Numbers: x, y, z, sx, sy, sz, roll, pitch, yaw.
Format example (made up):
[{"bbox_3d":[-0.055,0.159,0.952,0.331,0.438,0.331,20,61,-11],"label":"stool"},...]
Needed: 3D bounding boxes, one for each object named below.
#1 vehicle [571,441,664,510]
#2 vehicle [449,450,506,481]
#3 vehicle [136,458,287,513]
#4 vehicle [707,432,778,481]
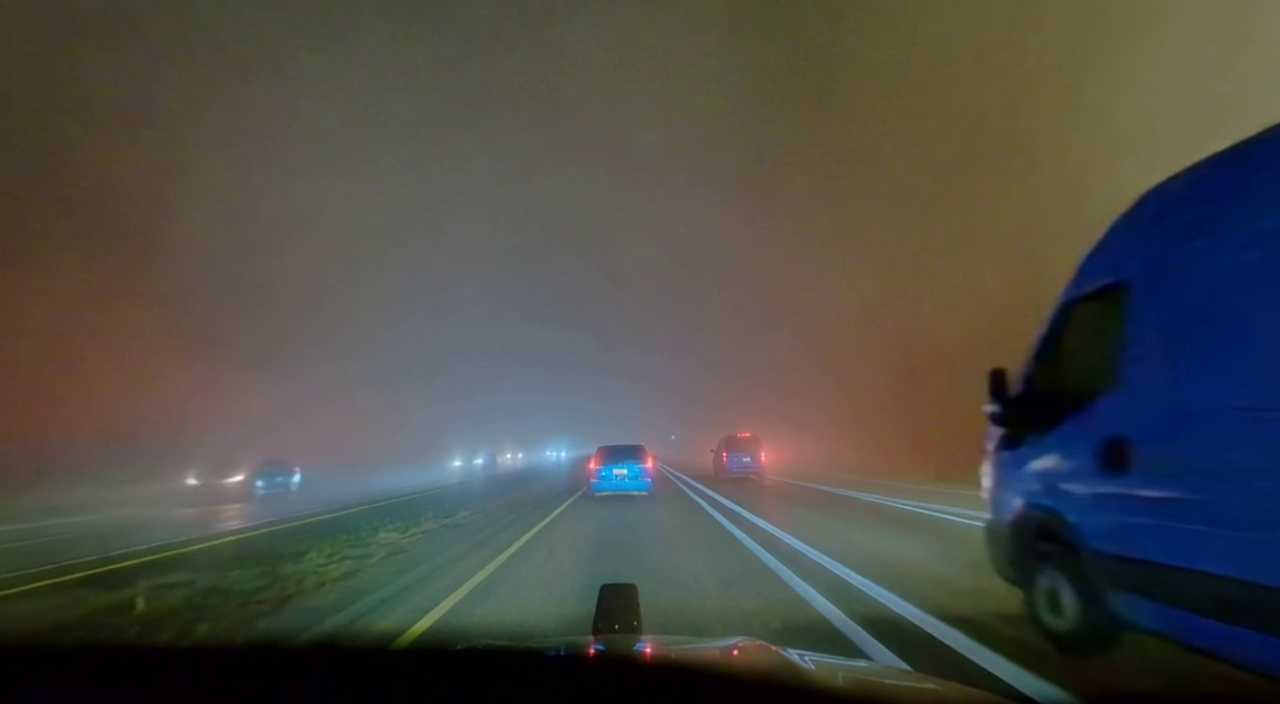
[{"bbox_3d":[-0.494,3.001,15.639,2.029,1.483,3.769,0,-9,0],"label":"vehicle"},{"bbox_3d":[-8.466,5.926,32.971,1.867,1.515,4.107,0,-9,0],"label":"vehicle"},{"bbox_3d":[-13.666,4.237,20.369,1.910,1.517,4.274,0,-9,-1],"label":"vehicle"},{"bbox_3d":[4.396,4.605,27.771,2.261,1.952,4.784,0,-9,-1],"label":"vehicle"}]
